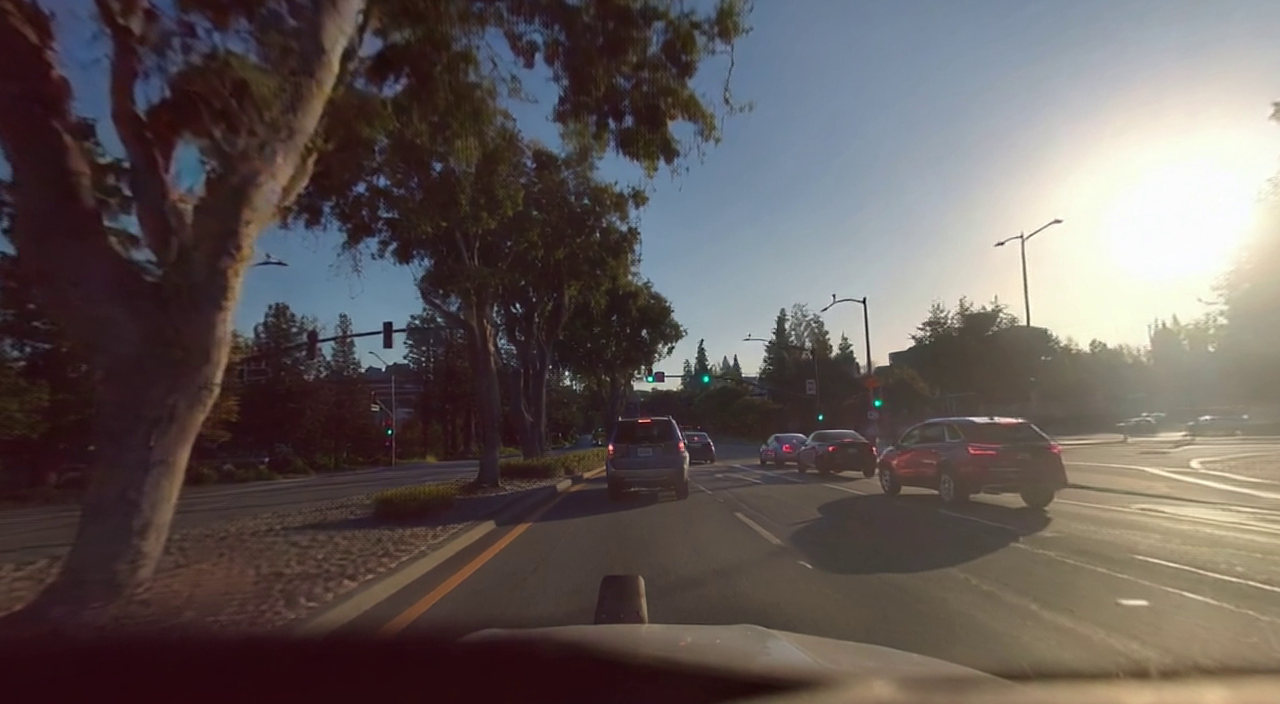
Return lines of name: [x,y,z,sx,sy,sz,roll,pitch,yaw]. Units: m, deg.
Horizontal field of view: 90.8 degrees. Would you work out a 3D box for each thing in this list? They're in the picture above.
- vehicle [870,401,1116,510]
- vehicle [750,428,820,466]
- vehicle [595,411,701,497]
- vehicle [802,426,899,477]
vehicle: [7.126,2.202,13.728,2.251,1.873,5.346,0,-9,0]
vehicle: [7.377,4.919,32.803,2.440,1.775,4.791,0,-9,-1]
vehicle: [0.166,2.570,16.157,2.353,1.894,4.122,0,-9,0]
vehicle: [7.360,3.540,22.587,2.025,1.642,4.189,0,-9,0]
